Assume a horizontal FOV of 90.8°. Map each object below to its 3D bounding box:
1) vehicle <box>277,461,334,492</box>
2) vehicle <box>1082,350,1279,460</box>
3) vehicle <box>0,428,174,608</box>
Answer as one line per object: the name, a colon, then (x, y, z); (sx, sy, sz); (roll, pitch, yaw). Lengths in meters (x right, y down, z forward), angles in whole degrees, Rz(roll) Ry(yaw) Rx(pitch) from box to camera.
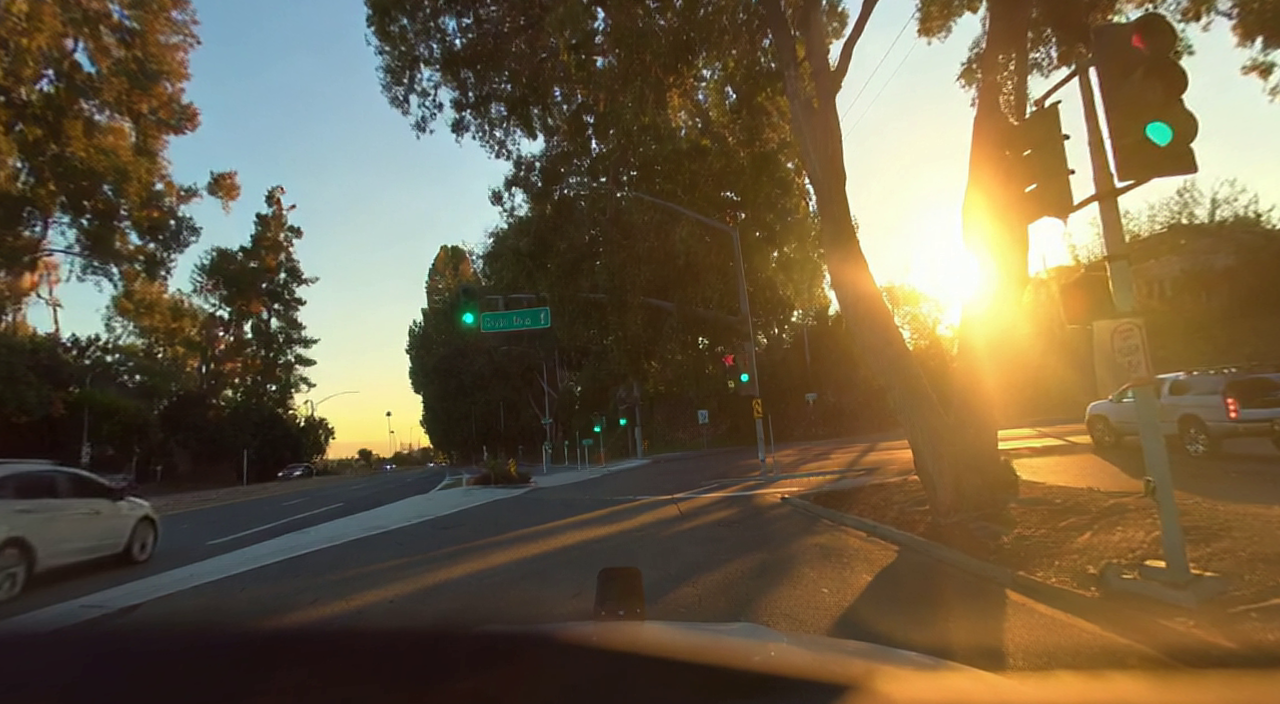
vehicle: (-20.506, 7.595, 38.888); (1.986, 1.492, 4.332); (-3, -8, -13)
vehicle: (10.638, 1.106, 11.800); (1.855, 1.669, 4.529); (-2, -9, 6)
vehicle: (-7.389, 1.776, 6.716); (2.062, 1.740, 4.198); (-3, -8, -7)
